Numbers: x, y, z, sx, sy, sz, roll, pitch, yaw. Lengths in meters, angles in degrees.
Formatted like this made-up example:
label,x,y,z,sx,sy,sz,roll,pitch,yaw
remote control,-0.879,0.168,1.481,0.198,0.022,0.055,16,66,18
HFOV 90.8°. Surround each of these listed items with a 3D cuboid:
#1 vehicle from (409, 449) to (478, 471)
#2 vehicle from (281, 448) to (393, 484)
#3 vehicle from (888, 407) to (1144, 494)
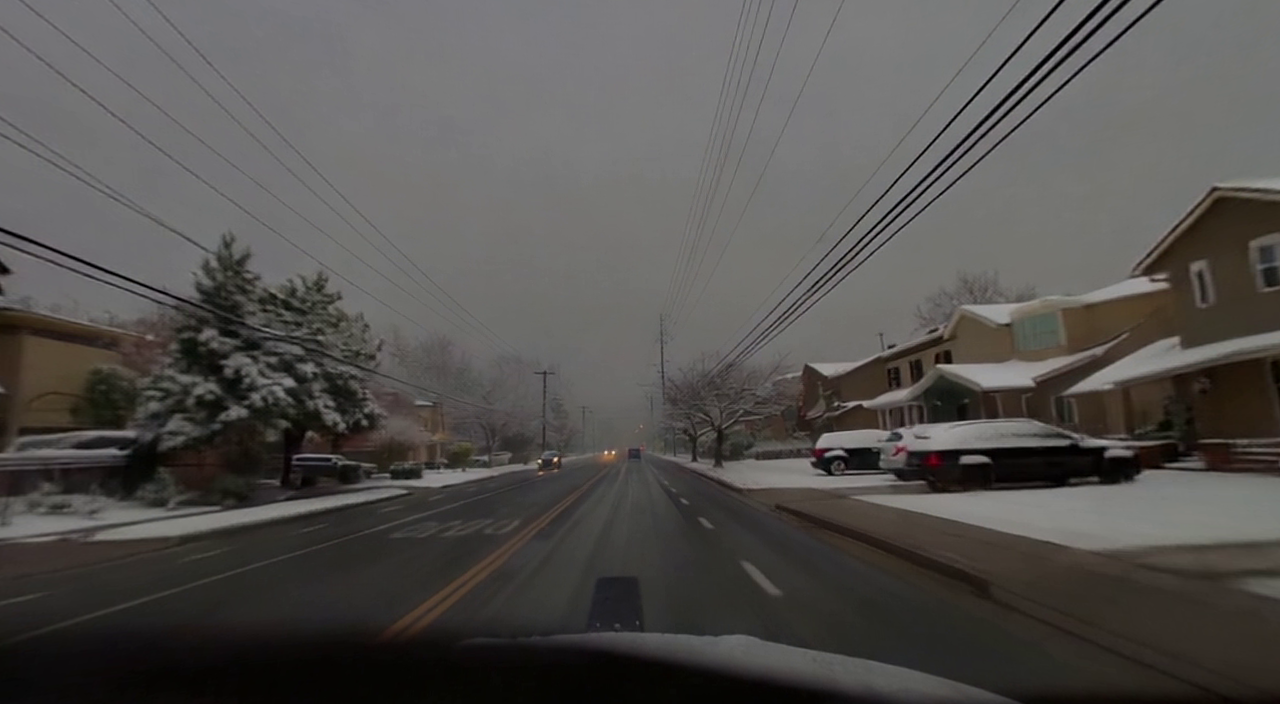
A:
label,x,y,z,sx,sy,sz,roll,pitch,yaw
vehicle,-15.151,8.375,48.965,4.651,1.615,1.961,0,-9,2
vehicle,-15.078,5.676,31.643,4.501,1.689,2.106,0,-9,1
vehicle,8.877,2.377,15.320,4.747,1.942,2.158,0,-9,1
